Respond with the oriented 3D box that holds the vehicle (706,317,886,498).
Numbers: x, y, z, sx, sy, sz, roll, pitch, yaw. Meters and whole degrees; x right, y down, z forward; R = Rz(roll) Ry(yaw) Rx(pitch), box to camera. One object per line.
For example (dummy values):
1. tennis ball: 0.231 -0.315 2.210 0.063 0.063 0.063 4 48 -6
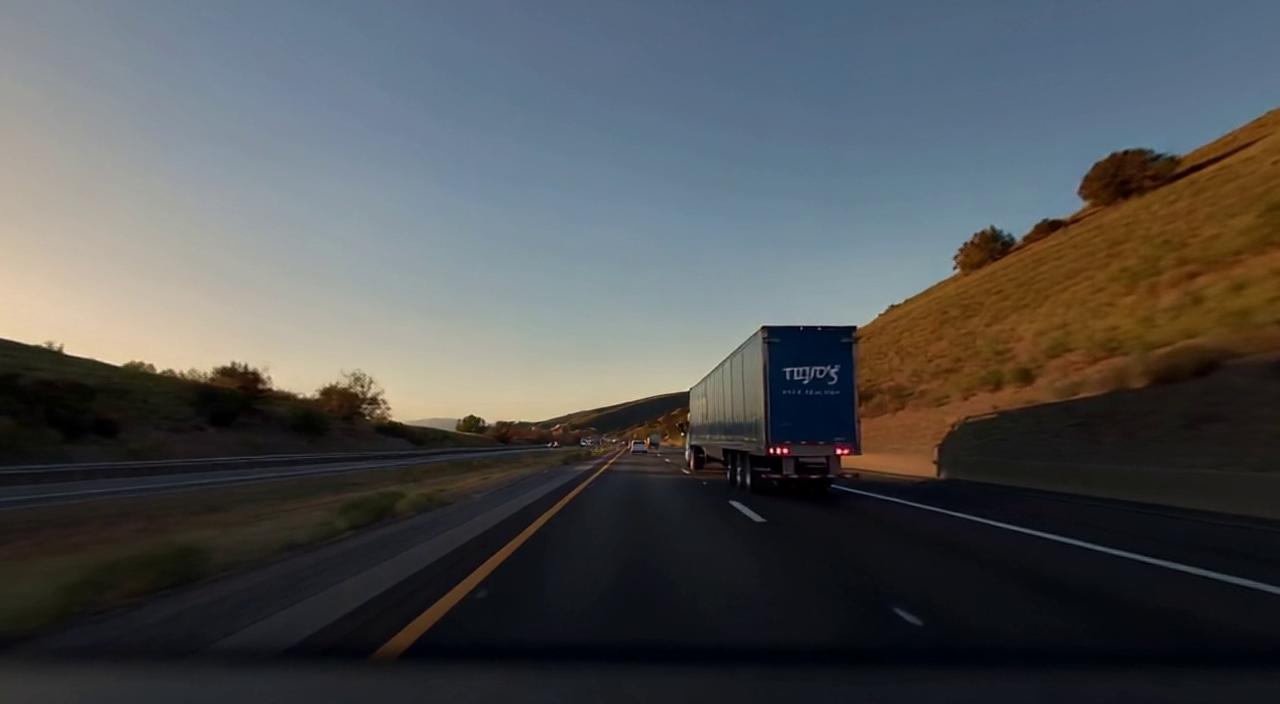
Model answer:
1. vehicle: 4.218 1.979 19.920 3.039 4.342 9.556 0 -8 -1
